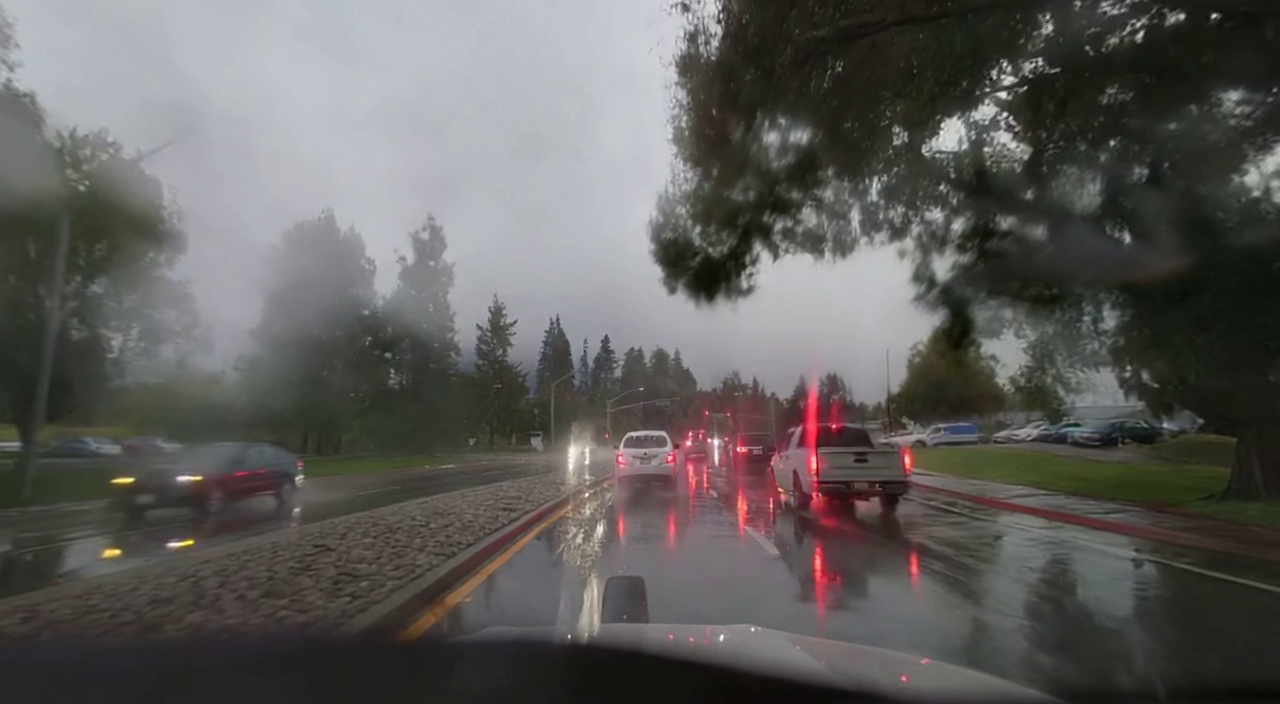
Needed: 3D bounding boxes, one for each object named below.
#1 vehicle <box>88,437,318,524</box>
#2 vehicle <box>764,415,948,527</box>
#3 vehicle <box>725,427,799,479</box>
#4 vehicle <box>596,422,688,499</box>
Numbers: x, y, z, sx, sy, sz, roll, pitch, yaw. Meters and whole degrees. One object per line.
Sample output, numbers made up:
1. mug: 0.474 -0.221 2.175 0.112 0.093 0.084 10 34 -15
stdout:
1. vehicle: -9.315 2.725 13.988 1.941 1.602 4.182 0 -8 3
2. vehicle: 3.908 2.242 12.455 2.114 1.765 4.647 0 -8 2
3. vehicle: 4.866 4.137 26.105 2.317 1.857 5.940 0 -8 4
4. vehicle: 0.186 2.809 16.648 2.113 1.768 3.901 0 -8 5
